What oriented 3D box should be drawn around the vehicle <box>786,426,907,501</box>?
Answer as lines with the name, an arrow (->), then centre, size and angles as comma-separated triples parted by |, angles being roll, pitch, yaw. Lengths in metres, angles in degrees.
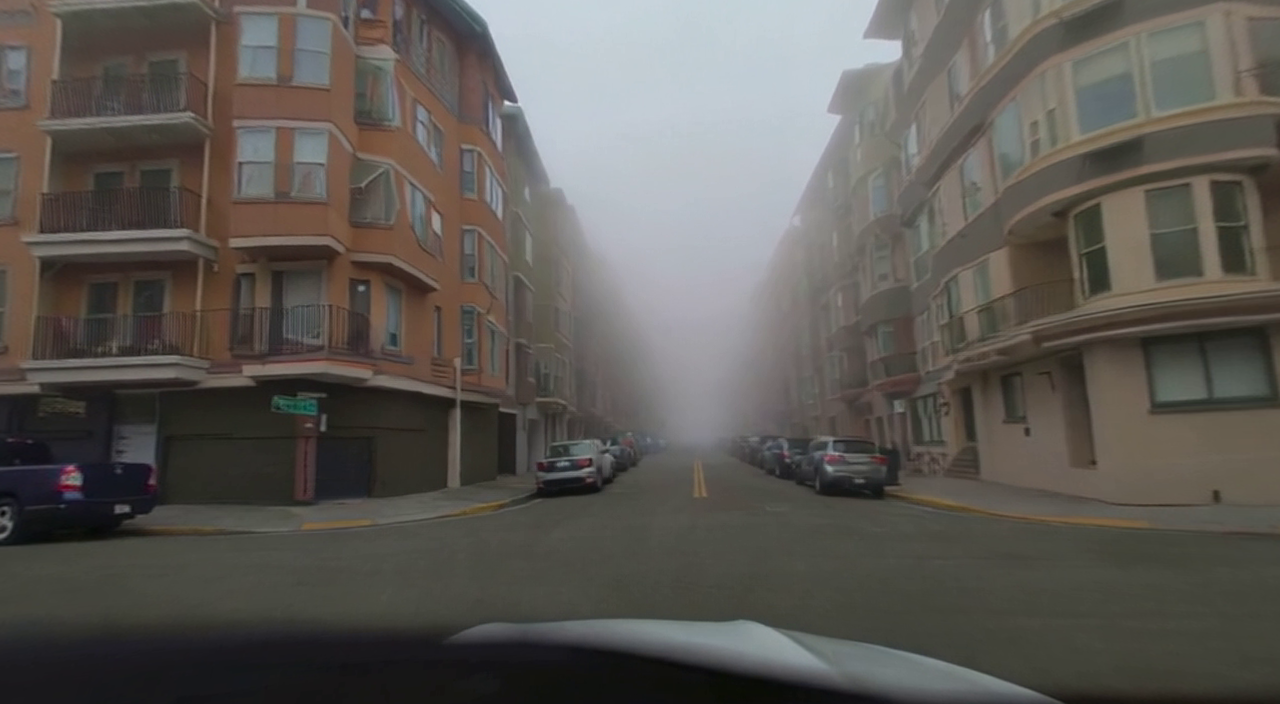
vehicle -> 4.798, 2.611, 15.217 | 1.868, 1.544, 3.869 | -1, -8, 4

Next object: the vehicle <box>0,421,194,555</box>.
vehicle -> -9.475, 1.857, 9.068 | 4.679, 1.631, 2.025 | -1, -8, 6

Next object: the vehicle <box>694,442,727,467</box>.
vehicle -> 5.228, 7.542, 46.679 | 2.341, 1.675, 4.360 | -1, -8, 6

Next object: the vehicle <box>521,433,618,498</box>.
vehicle -> -1.672, 2.830, 16.188 | 1.882, 1.459, 3.518 | -1, -8, 3
